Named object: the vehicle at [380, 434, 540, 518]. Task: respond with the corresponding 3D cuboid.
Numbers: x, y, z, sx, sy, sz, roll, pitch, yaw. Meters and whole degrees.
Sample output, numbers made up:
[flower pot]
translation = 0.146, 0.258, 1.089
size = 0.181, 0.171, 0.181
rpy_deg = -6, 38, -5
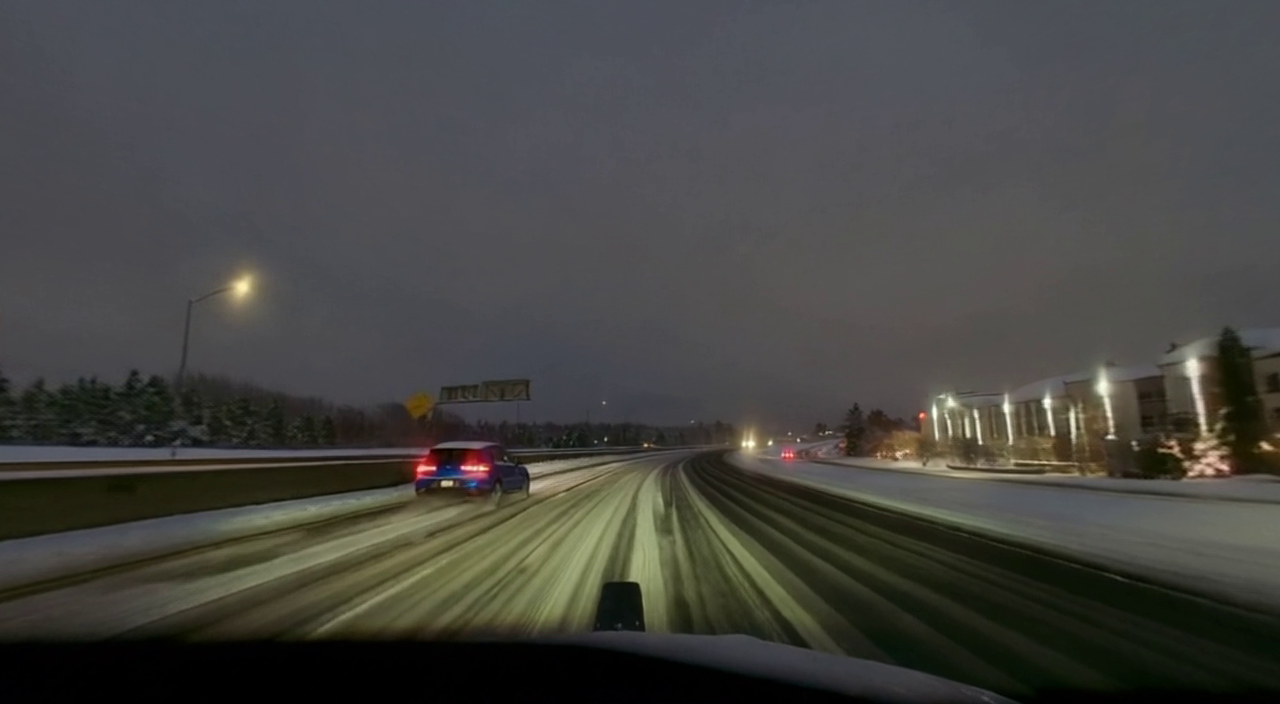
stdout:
[vehicle]
translation = -3.790, 2.709, 14.360
size = 2.087, 1.566, 4.756
rpy_deg = -1, -9, 2
